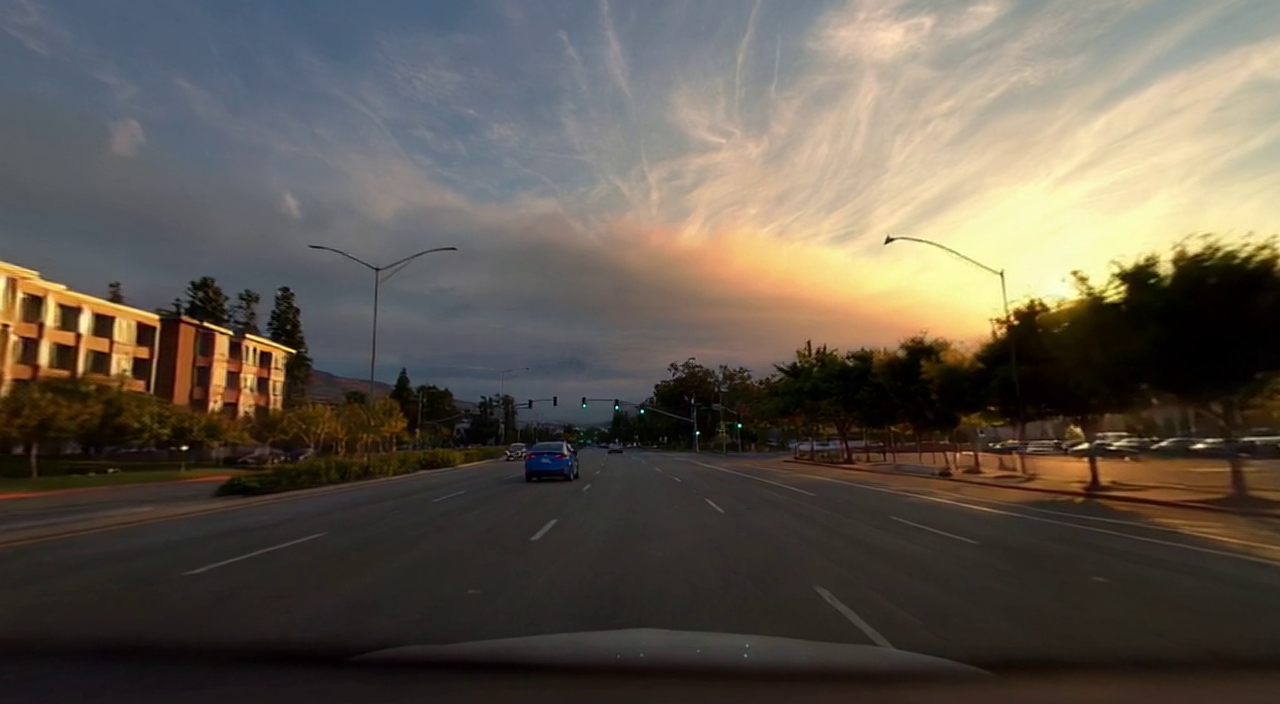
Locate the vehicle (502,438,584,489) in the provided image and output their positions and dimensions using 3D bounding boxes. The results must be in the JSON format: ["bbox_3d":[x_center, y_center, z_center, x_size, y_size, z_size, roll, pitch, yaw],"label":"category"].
[{"bbox_3d":[-3.098,3.645,21.049,2.009,1.489,4.543,0,-8,0],"label":"vehicle"}]
